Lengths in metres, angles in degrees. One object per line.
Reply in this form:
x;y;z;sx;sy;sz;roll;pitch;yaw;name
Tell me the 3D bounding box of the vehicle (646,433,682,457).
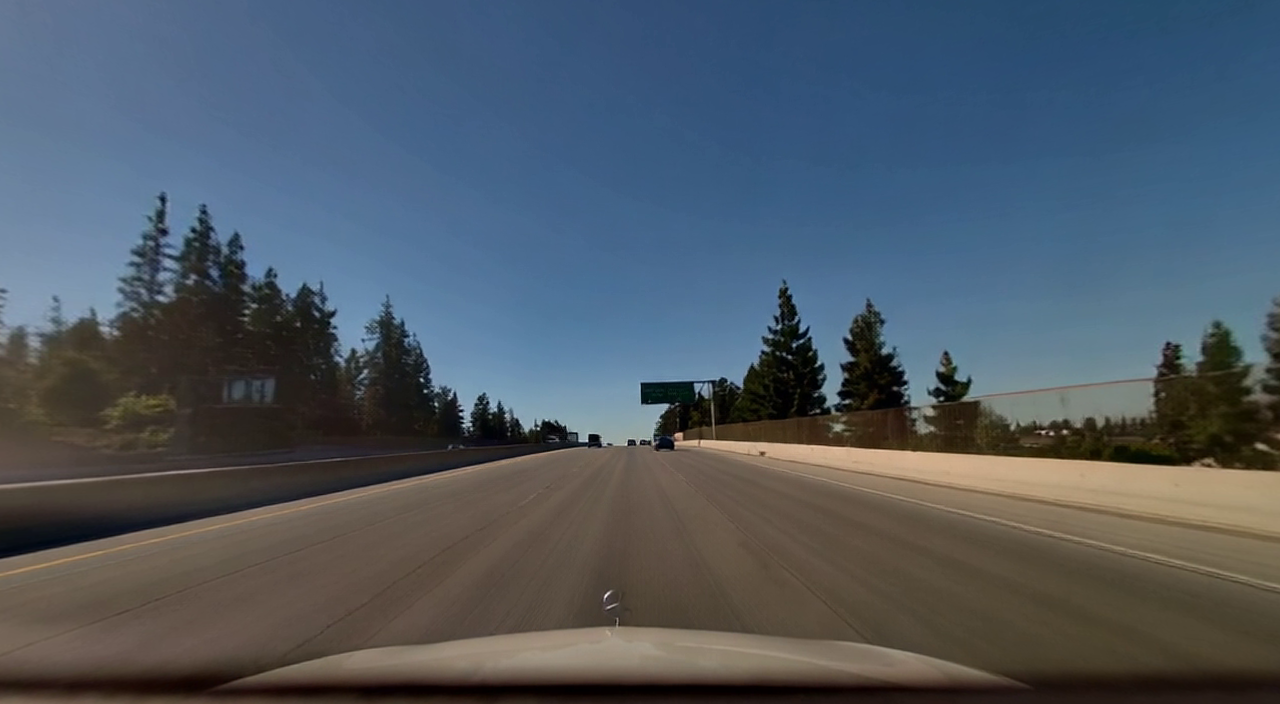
1.471;5.871;39.934;1.911;1.449;3.776;0;-8;-3;vehicle
